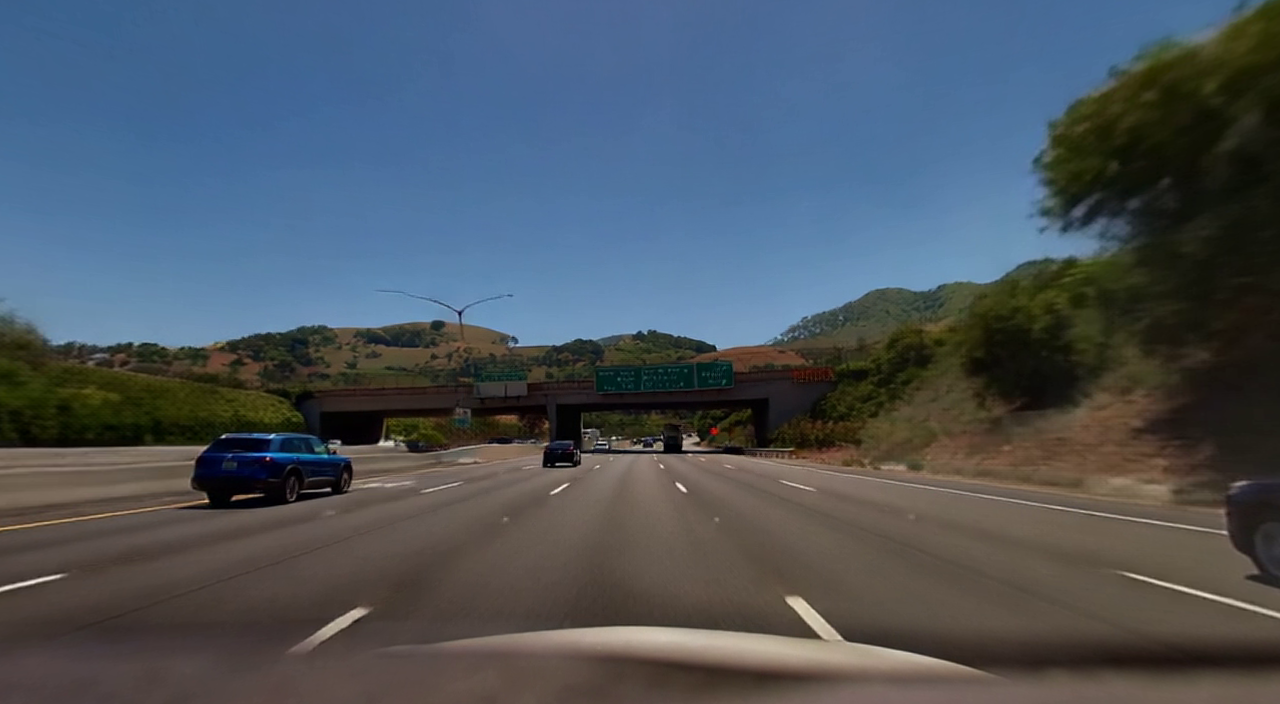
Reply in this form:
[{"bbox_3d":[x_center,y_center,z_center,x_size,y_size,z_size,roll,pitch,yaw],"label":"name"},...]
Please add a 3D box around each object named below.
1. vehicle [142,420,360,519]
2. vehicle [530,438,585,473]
[{"bbox_3d":[-7.681,2.340,13.081,1.860,1.694,4.173,0,-8,-1],"label":"vehicle"},{"bbox_3d":[-3.725,4.749,29.167,1.925,1.509,4.363,0,-8,0],"label":"vehicle"}]
